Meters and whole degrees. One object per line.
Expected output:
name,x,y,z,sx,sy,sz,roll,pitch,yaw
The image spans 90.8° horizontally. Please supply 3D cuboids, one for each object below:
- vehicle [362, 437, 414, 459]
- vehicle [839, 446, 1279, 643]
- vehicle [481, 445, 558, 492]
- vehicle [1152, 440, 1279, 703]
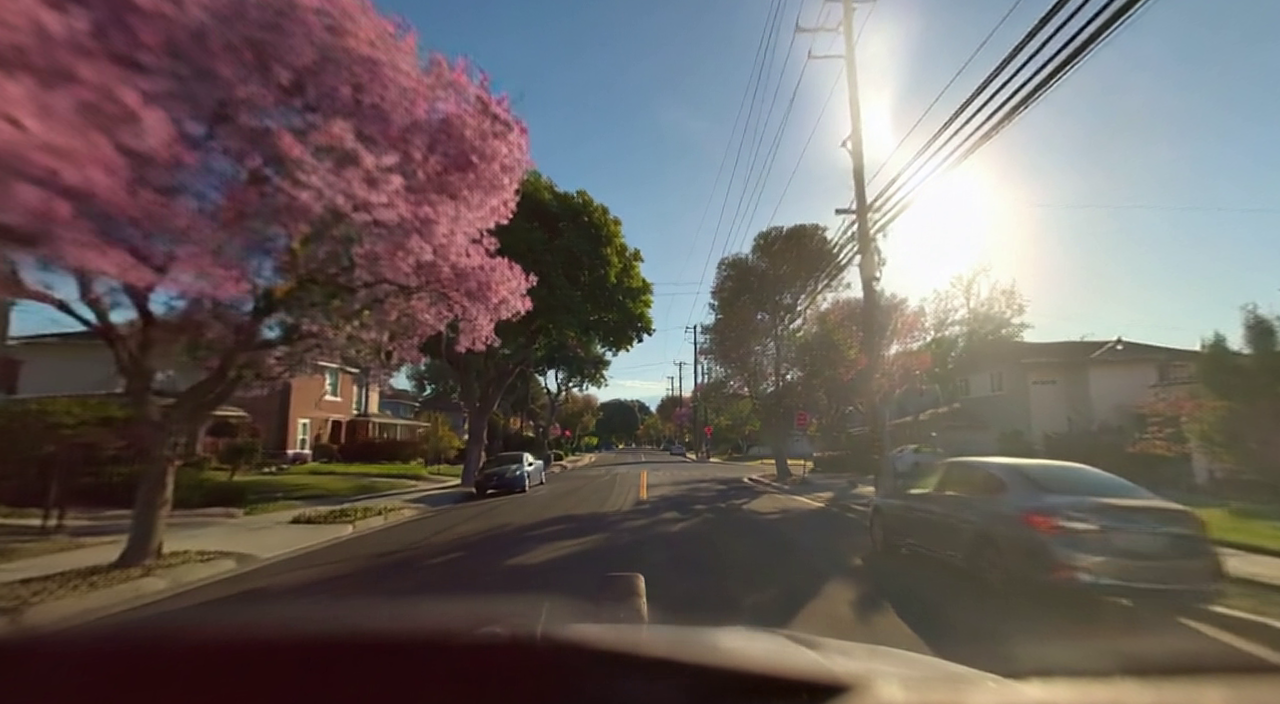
vehicle,-18.412,6.984,46.028,1.870,1.492,4.472,8,-12,-43
vehicle,4.270,1.847,7.403,2.074,1.466,5.046,0,-9,-2
vehicle,-4.406,4.307,23.762,1.938,1.508,4.481,0,-7,1
vehicle,4.204,0.931,1.418,2.006,1.489,4.753,0,-8,-2
